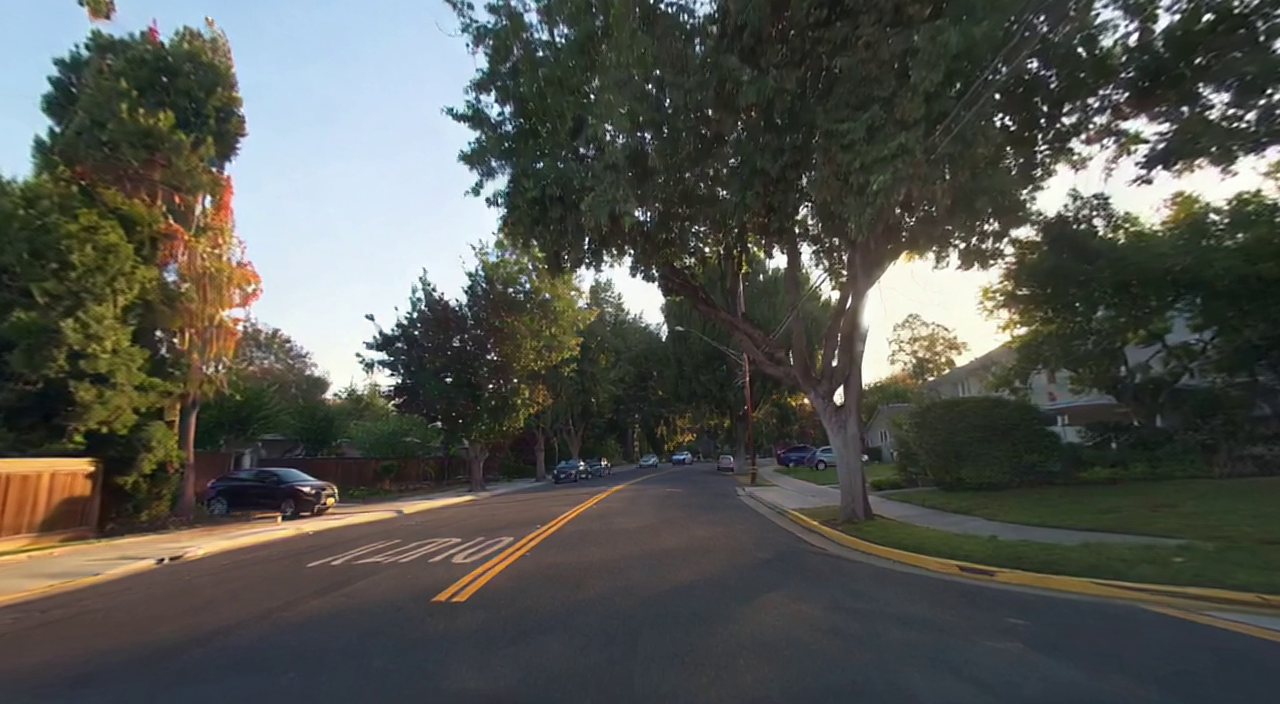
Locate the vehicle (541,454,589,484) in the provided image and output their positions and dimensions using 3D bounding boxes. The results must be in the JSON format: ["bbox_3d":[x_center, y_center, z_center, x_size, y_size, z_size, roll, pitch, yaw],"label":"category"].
[{"bbox_3d":[-4.418,7.097,37.924,1.886,1.494,4.149,-2,-14,7],"label":"vehicle"}]

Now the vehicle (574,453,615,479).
[{"bbox_3d":[-3.180,8.203,45.128,1.972,1.536,4.347,-2,-14,8],"label":"vehicle"}]

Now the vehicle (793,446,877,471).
[{"bbox_3d":[12.364,6.756,40.205,4.744,1.507,1.953,-1,-8,5],"label":"vehicle"}]

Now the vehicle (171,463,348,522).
[{"bbox_3d":[-10.574,3.870,17.661,3.947,1.442,1.858,-2,-9,12],"label":"vehicle"}]
